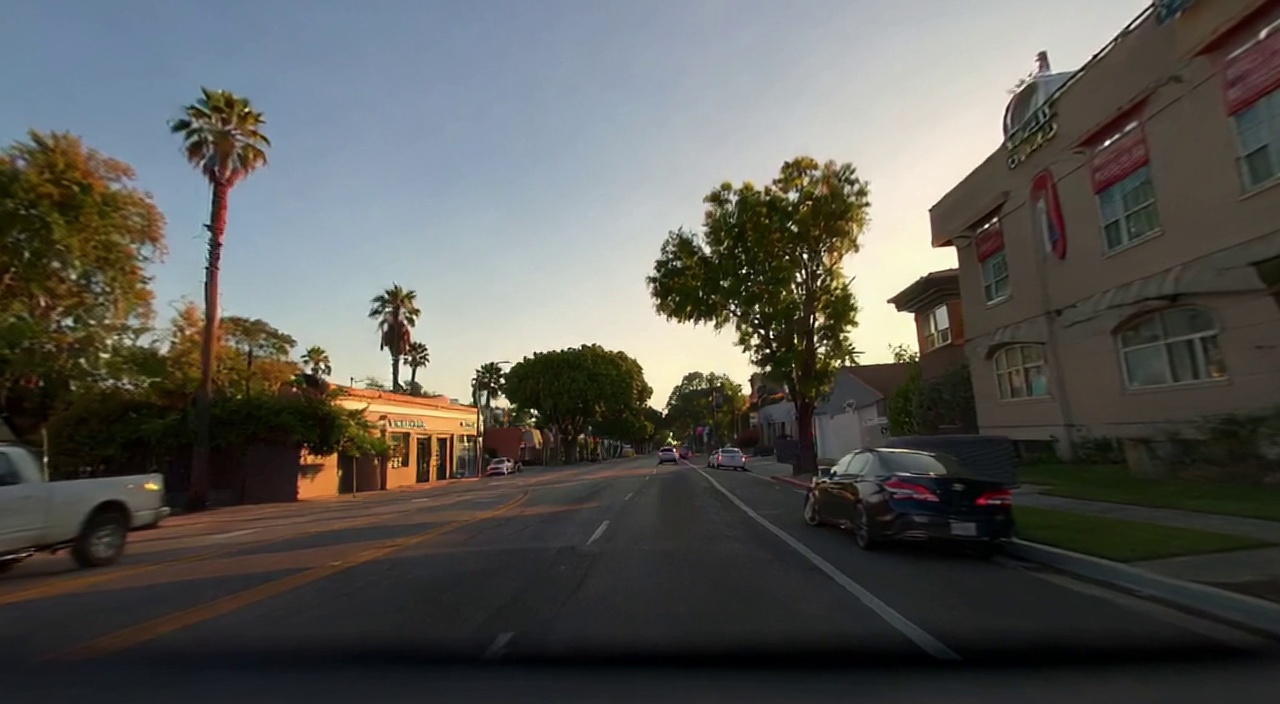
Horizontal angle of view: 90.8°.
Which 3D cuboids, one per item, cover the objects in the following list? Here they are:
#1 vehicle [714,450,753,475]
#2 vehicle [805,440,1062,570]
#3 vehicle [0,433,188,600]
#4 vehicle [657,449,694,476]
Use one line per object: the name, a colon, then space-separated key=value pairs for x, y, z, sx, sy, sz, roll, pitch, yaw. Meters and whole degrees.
vehicle: x=5.893 y=7.019 z=40.339 sx=1.834 sy=1.504 sz=4.331 roll=0 pitch=-9 yaw=0
vehicle: x=4.156 y=2.198 z=10.021 sx=2.025 sy=1.538 sz=4.707 roll=-1 pitch=-9 yaw=3
vehicle: x=-8.375 y=1.925 z=7.617 sx=2.356 sy=1.842 sz=5.364 roll=1 pitch=-9 yaw=-7
vehicle: x=2.092 y=6.542 z=37.766 sx=2.067 sy=1.477 sz=4.653 roll=0 pitch=-9 yaw=3
